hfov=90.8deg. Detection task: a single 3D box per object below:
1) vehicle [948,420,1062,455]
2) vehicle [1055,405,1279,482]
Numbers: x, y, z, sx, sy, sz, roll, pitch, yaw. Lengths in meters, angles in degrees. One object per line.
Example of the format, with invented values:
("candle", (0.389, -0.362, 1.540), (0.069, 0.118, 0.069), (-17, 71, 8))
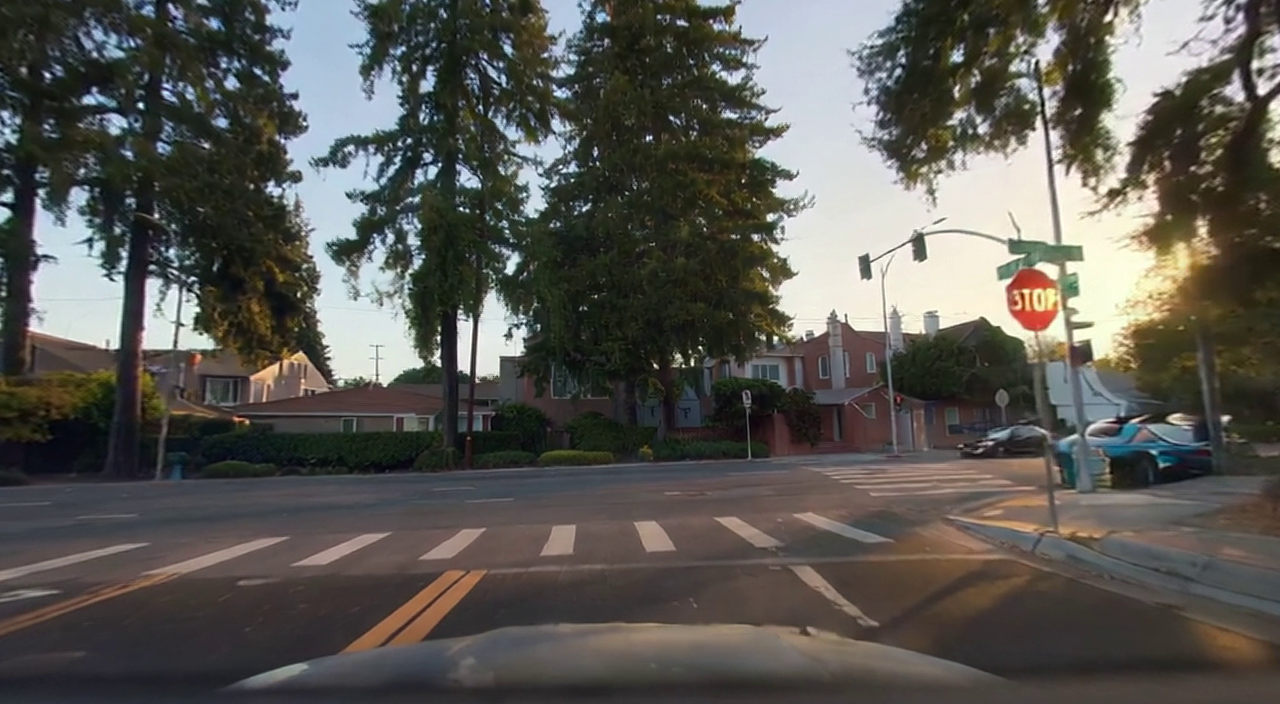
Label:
("vehicle", (16.734, 3.929, 29.034), (4.296, 1.499, 1.814), (1, -9, -10))
("vehicle", (12.802, 2.209, 15.286), (4.208, 1.685, 2.014), (1, -8, -8))
